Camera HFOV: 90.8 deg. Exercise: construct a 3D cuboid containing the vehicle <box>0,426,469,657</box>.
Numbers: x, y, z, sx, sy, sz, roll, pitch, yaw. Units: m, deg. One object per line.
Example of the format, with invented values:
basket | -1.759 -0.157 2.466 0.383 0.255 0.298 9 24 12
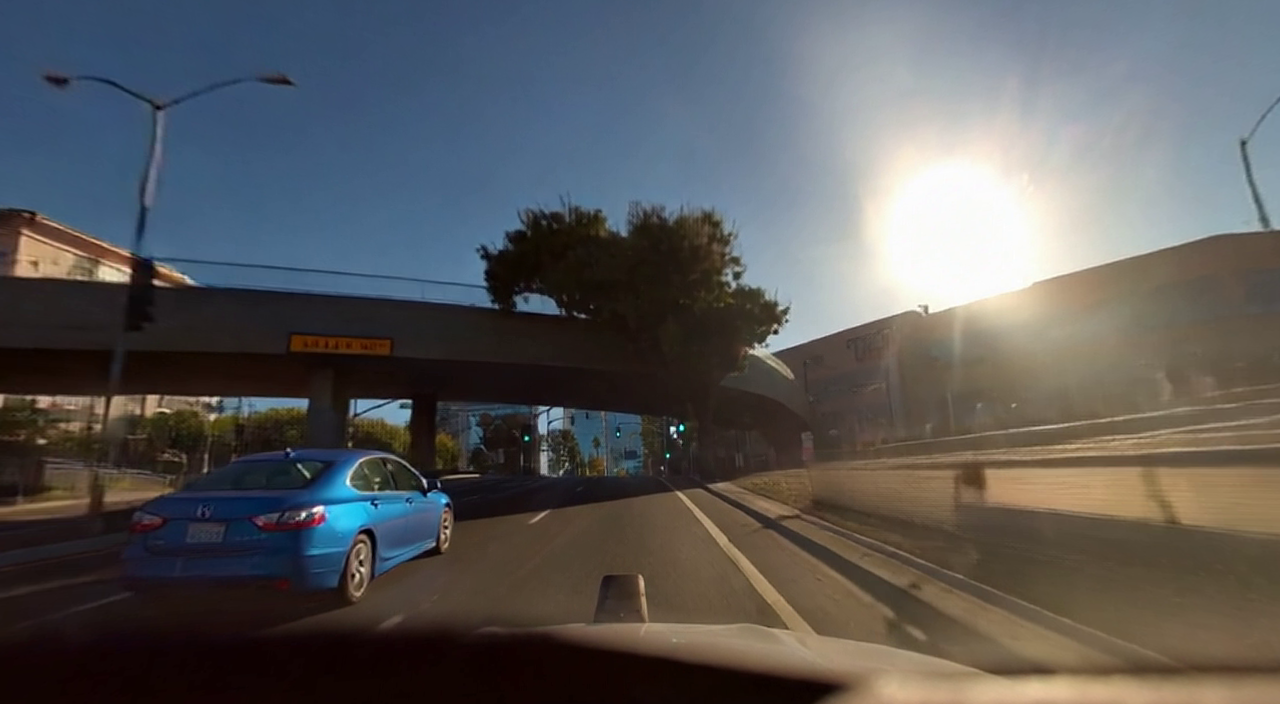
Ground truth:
vehicle | -3.335 1.566 6.305 2.041 1.470 4.290 0 -9 0
